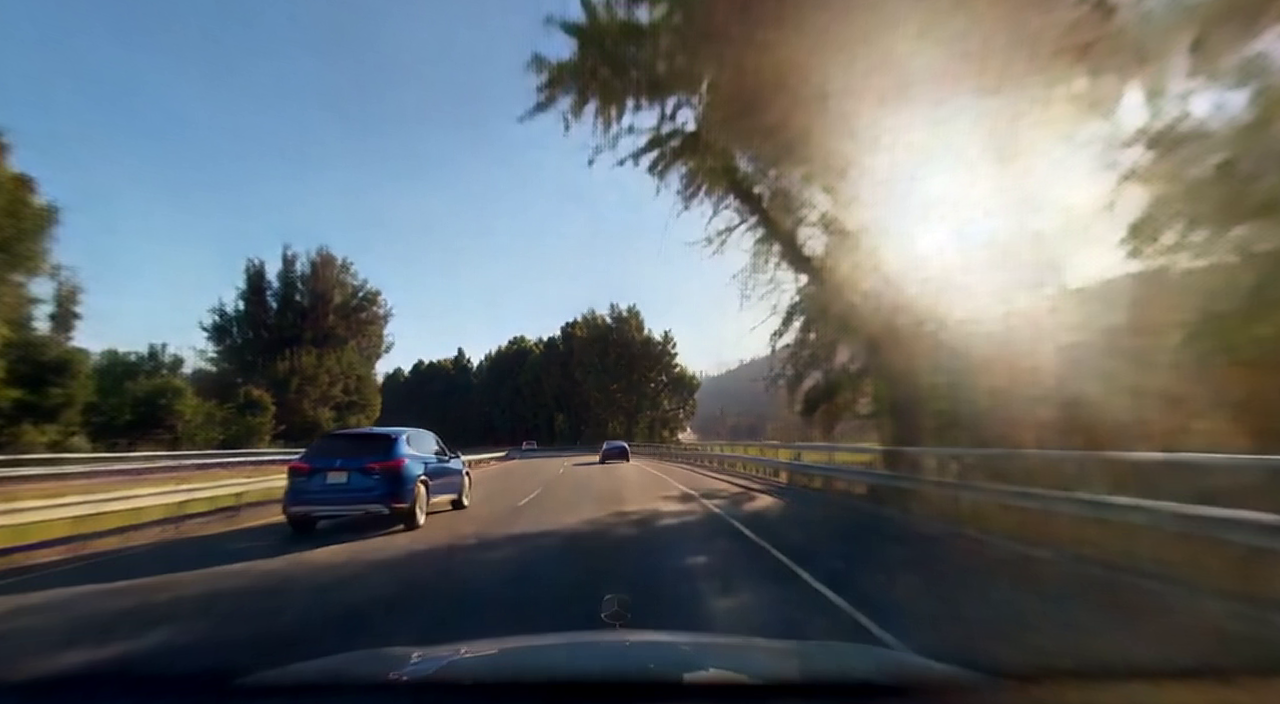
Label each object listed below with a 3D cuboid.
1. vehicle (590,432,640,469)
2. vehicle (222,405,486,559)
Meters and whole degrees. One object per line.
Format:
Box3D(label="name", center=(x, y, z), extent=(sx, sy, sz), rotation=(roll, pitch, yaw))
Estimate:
Box3D(label="vehicle", center=(-1.409, 5.196, 33.562), extent=(2.452, 1.857, 4.022), rotation=(1, -8, -5))
Box3D(label="vehicle", center=(-4.069, 1.906, 10.109), extent=(2.053, 1.847, 4.760), rotation=(0, -8, -1))
